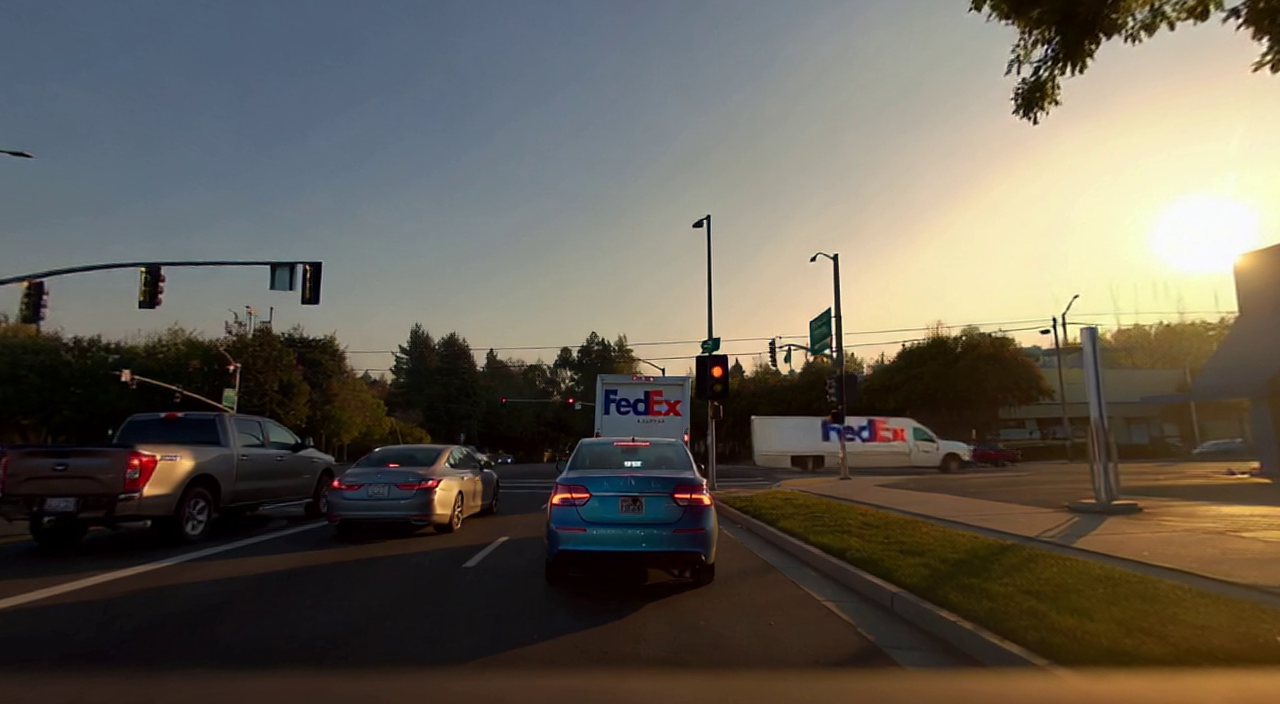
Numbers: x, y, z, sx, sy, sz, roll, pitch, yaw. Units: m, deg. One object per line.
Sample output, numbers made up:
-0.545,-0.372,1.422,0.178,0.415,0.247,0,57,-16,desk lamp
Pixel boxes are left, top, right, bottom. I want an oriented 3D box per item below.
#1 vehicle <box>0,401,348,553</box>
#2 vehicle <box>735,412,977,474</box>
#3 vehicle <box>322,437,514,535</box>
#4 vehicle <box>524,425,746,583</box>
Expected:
-7.299,1.983,10.713,2.125,1.893,5.498,0,-9,-2,vehicle
12.225,5.327,36.877,12.889,3.380,3.345,-1,-9,5,vehicle
-3.877,2.402,11.930,1.949,1.487,4.390,0,-9,1,vehicle
-0.042,1.795,8.283,2.145,1.513,4.269,0,-9,0,vehicle
